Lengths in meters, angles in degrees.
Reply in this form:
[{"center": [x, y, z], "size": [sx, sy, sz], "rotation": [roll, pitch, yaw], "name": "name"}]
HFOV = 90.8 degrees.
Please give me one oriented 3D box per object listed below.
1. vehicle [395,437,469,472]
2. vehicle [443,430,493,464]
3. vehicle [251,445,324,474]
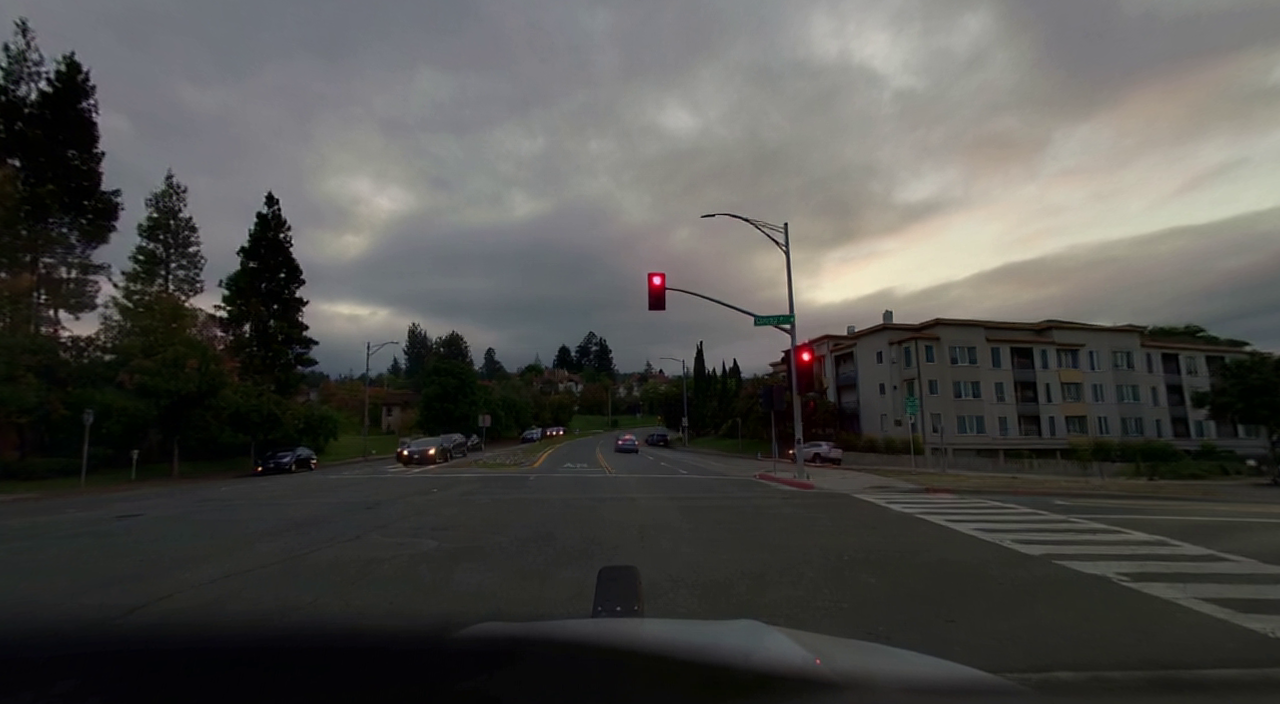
[{"center": [-9.673, 4.799, 29.781], "size": [2.116, 1.521, 4.294], "rotation": [0, -9, -1], "name": "vehicle"}, {"center": [-9.780, 5.455, 36.174], "size": [1.910, 1.818, 4.057], "rotation": [0, -9, -3], "name": "vehicle"}, {"center": [-21.127, 6.440, 38.092], "size": [1.981, 1.628, 4.336], "rotation": [0, -9, -1], "name": "vehicle"}]
